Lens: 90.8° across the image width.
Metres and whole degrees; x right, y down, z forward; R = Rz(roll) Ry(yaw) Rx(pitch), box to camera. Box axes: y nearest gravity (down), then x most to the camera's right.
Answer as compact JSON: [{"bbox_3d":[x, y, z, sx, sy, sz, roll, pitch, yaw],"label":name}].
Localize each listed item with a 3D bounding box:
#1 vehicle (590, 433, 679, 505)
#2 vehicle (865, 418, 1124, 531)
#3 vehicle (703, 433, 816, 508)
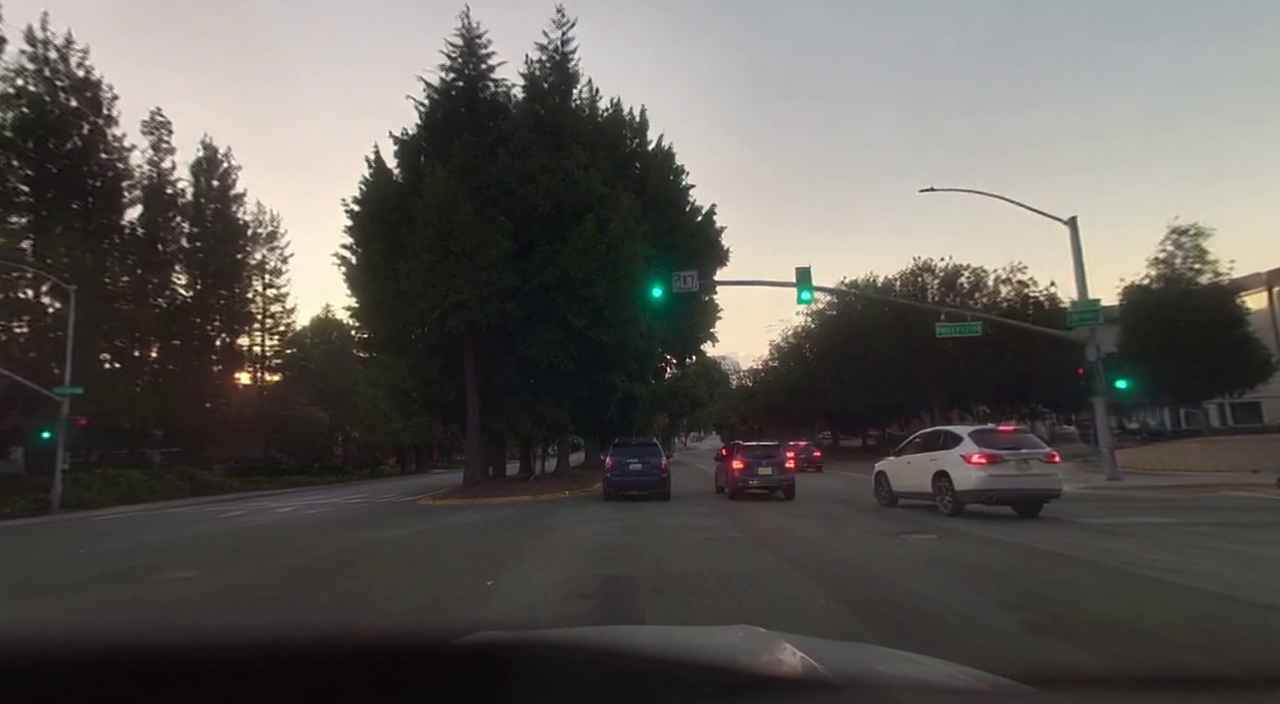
[{"bbox_3d":[-0.193,3.415,18.850,2.353,1.894,4.122,0,-9,-1],"label":"vehicle"},{"bbox_3d":[6.947,2.470,13.383,2.251,1.873,5.346,0,-9,-2],"label":"vehicle"},{"bbox_3d":[3.155,3.271,17.955,2.057,1.788,5.216,0,-9,-2],"label":"vehicle"}]
